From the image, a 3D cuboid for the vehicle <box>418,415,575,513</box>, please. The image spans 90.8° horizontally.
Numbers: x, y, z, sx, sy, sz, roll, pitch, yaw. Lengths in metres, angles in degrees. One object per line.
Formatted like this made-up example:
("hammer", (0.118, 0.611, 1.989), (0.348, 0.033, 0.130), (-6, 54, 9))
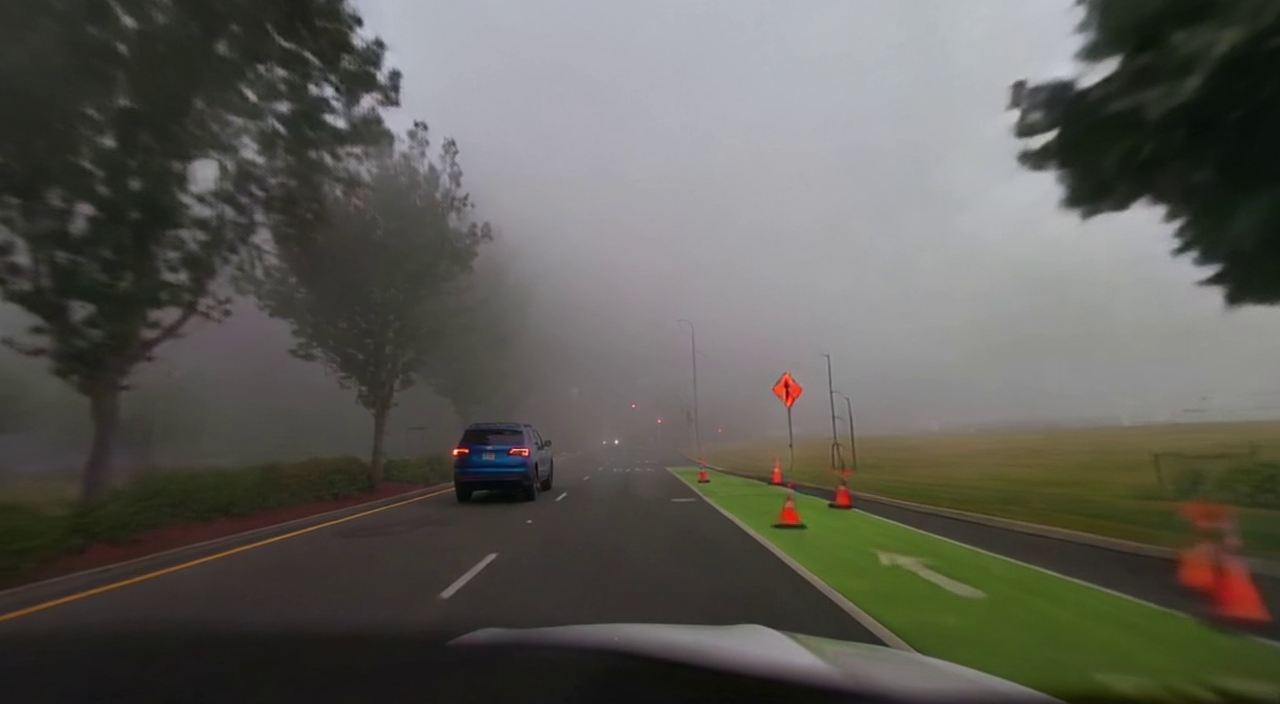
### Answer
("vehicle", (-2.902, 2.419, 14.064), (2.339, 1.790, 4.629), (-1, -8, 1))
